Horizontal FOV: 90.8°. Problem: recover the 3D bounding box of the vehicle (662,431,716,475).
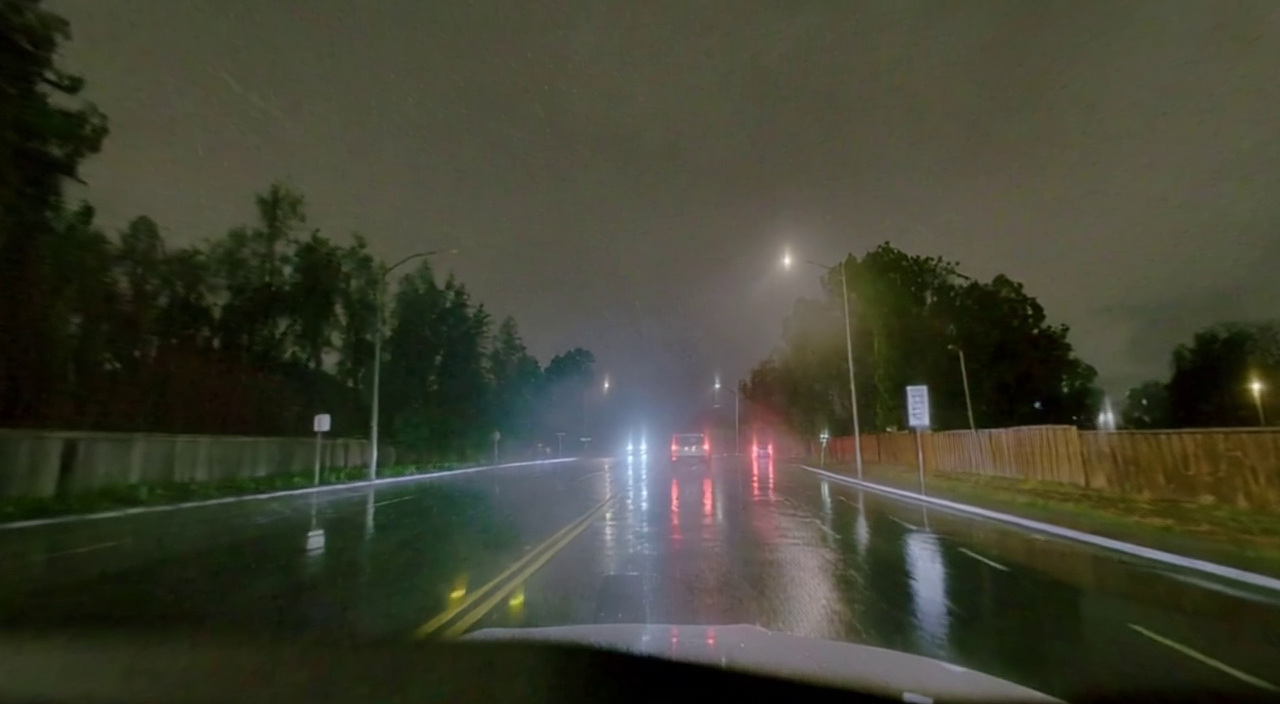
[{"bbox_3d":[2.170,4.548,28.689,2.230,1.827,4.580,0,-8,4],"label":"vehicle"}]
